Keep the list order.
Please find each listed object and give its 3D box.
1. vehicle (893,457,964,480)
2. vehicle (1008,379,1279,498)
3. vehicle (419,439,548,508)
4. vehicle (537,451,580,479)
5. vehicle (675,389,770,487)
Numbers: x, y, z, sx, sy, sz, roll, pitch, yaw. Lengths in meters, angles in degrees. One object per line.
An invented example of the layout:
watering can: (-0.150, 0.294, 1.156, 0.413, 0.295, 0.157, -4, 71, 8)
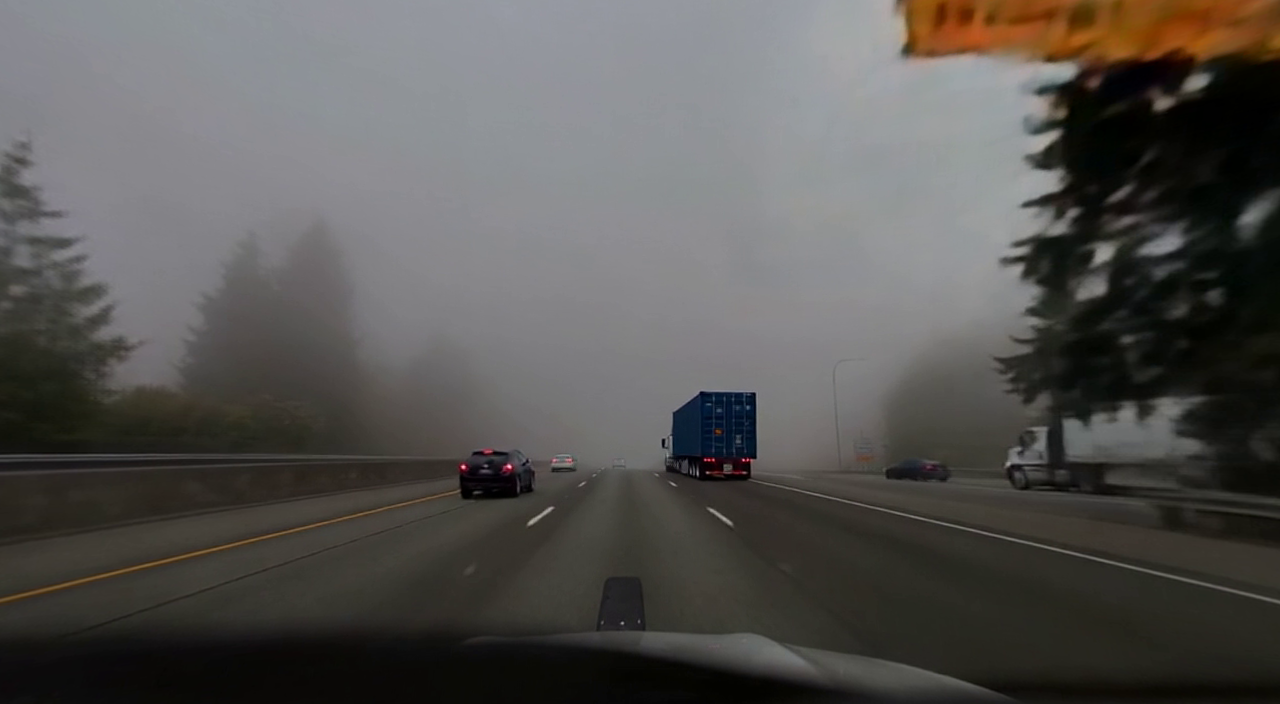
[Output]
vehicle: (19.667, 7.958, 43.250, 1.989, 1.430, 4.811, 2, -9, -10)
vehicle: (23.997, 3.657, 26.167, 3.081, 4.331, 17.117, 3, -10, -17)
vehicle: (-4.196, 3.371, 17.973, 2.370, 1.647, 5.091, 0, -9, 0)
vehicle: (-4.698, 6.559, 36.803, 2.063, 1.532, 3.763, 0, -9, -1)
vehicle: (3.772, 4.590, 32.710, 2.821, 4.046, 12.876, 0, -9, -2)
